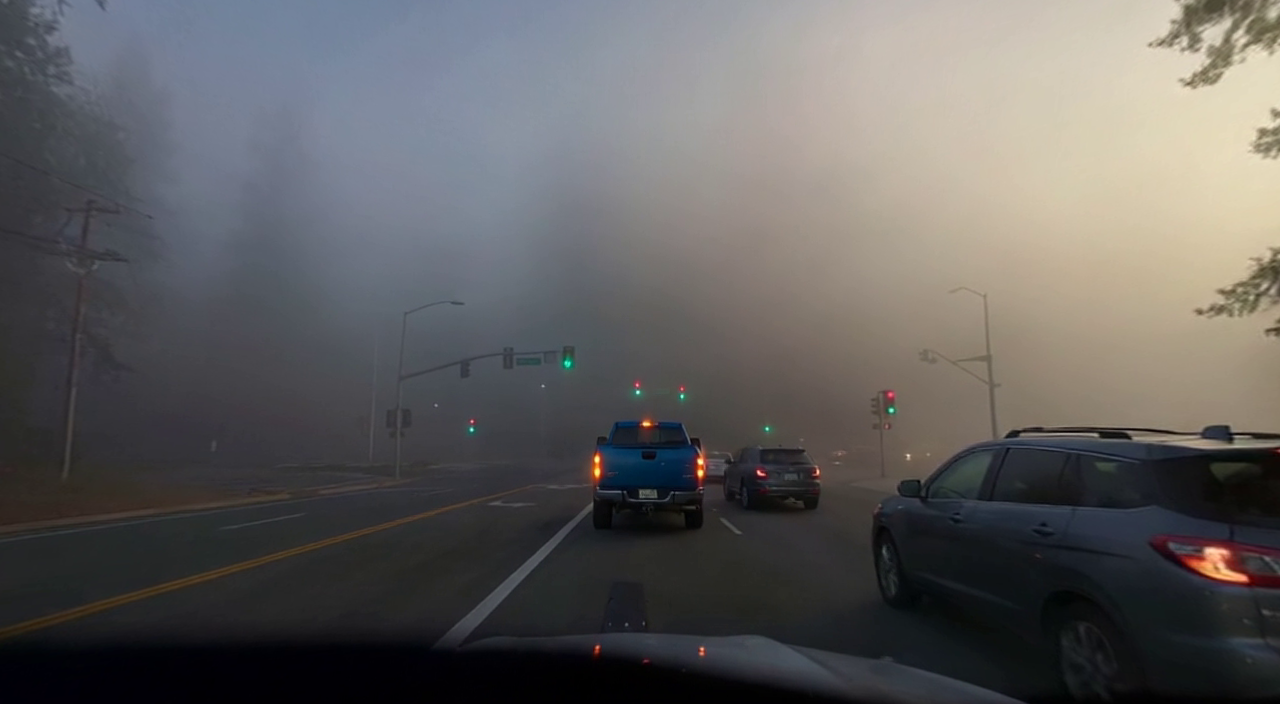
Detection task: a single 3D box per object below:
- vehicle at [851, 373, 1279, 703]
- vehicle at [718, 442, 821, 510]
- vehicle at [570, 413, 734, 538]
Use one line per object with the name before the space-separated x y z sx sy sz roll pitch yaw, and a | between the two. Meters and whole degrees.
vehicle | 3.294 1.173 3.899 2.155 1.667 5.162 0 -9 0
vehicle | 3.471 3.404 17.831 1.957 1.646 4.355 0 -9 0
vehicle | 0.193 2.403 12.979 2.636 2.011 5.425 0 -9 0
